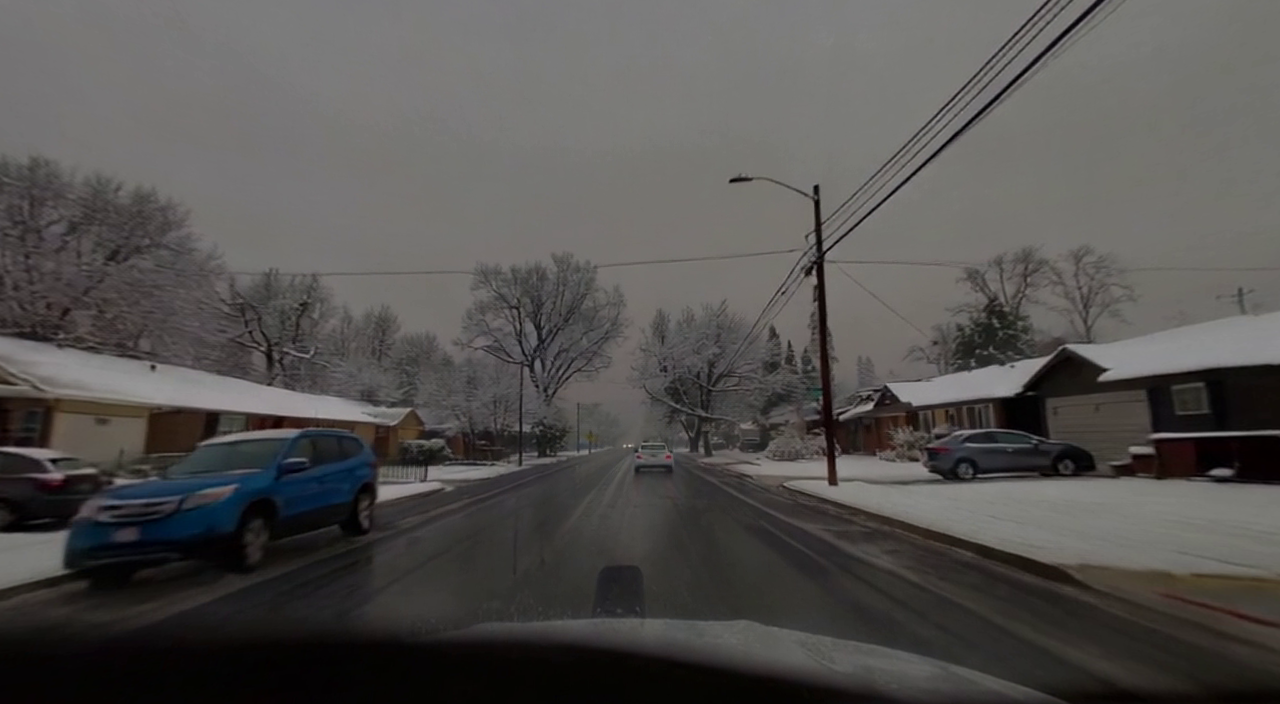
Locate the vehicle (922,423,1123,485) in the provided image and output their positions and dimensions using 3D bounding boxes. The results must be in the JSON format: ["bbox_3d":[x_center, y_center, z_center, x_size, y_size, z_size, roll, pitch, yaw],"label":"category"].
[{"bbox_3d":[11.080,2.988,18.555,4.592,1.489,1.919,-3,-8,-1],"label":"vehicle"}]

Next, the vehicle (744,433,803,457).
[{"bbox_3d":[10.073,7.051,47.747,4.009,1.747,1.839,-1,-9,0],"label":"vehicle"}]

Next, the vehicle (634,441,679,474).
[{"bbox_3d":[0.725,4.967,29.957,2.000,1.449,4.006,0,-9,0],"label":"vehicle"}]

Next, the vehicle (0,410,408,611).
[{"bbox_3d":[-5.140,1.866,8.558,2.126,1.816,4.796,-3,-8,1],"label":"vehicle"}]
